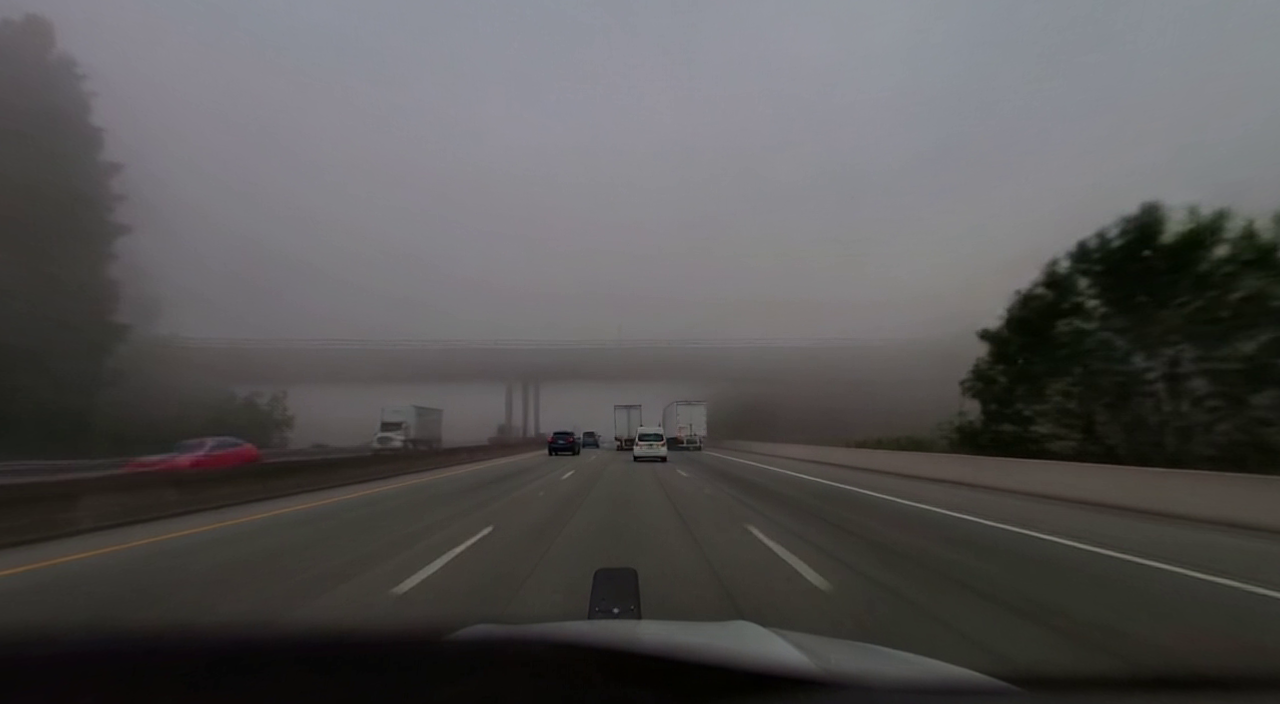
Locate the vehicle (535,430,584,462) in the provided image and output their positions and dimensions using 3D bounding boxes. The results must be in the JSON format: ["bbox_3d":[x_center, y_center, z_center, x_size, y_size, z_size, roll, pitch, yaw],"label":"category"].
[{"bbox_3d":[-4.040,4.811,32.477,1.979,1.527,4.754,0,-8,-1],"label":"vehicle"}]

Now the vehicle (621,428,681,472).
[{"bbox_3d":[0.328,3.629,23.578,2.059,1.522,3.693,0,-8,-2],"label":"vehicle"}]
